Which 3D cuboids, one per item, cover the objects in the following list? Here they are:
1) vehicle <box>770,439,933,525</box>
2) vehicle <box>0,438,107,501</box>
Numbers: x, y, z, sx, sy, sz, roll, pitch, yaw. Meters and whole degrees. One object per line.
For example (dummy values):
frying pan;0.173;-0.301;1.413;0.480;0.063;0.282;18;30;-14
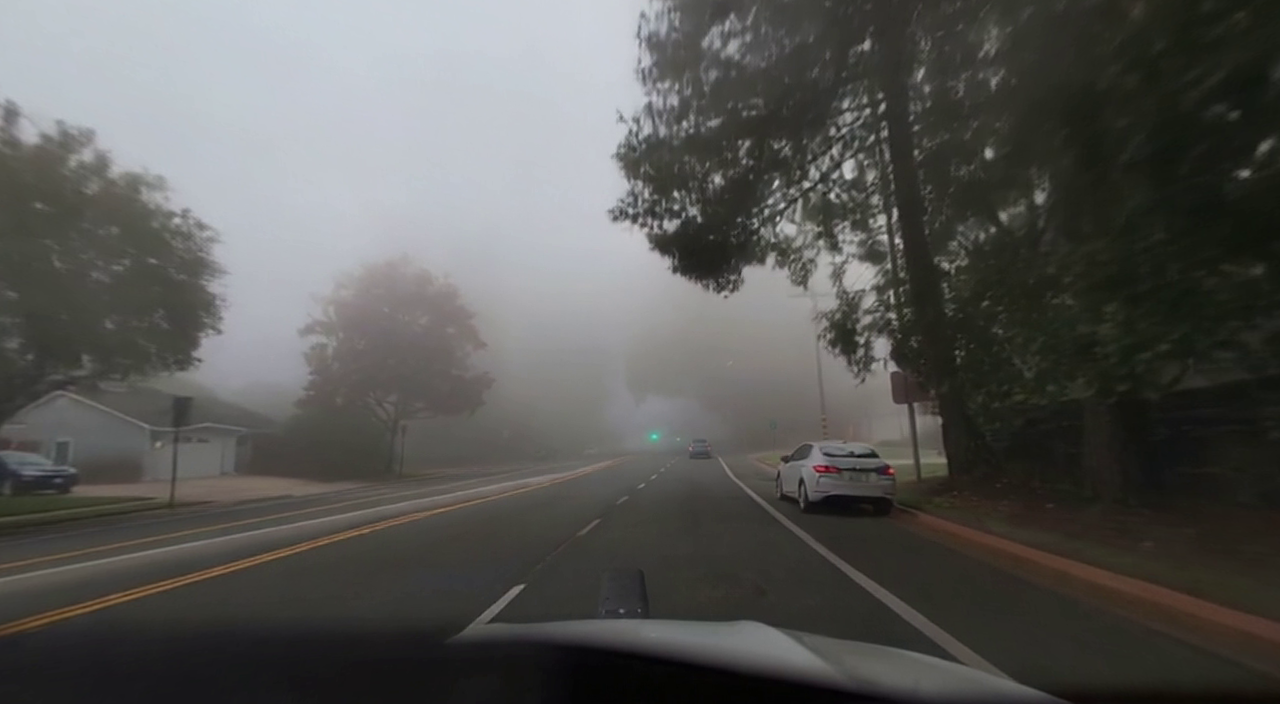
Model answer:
vehicle;4.123;2.576;13.248;1.993;1.457;4.599;-1;-8;3
vehicle;-22.477;4.145;22.429;5.134;2.110;2.040;0;-8;0
